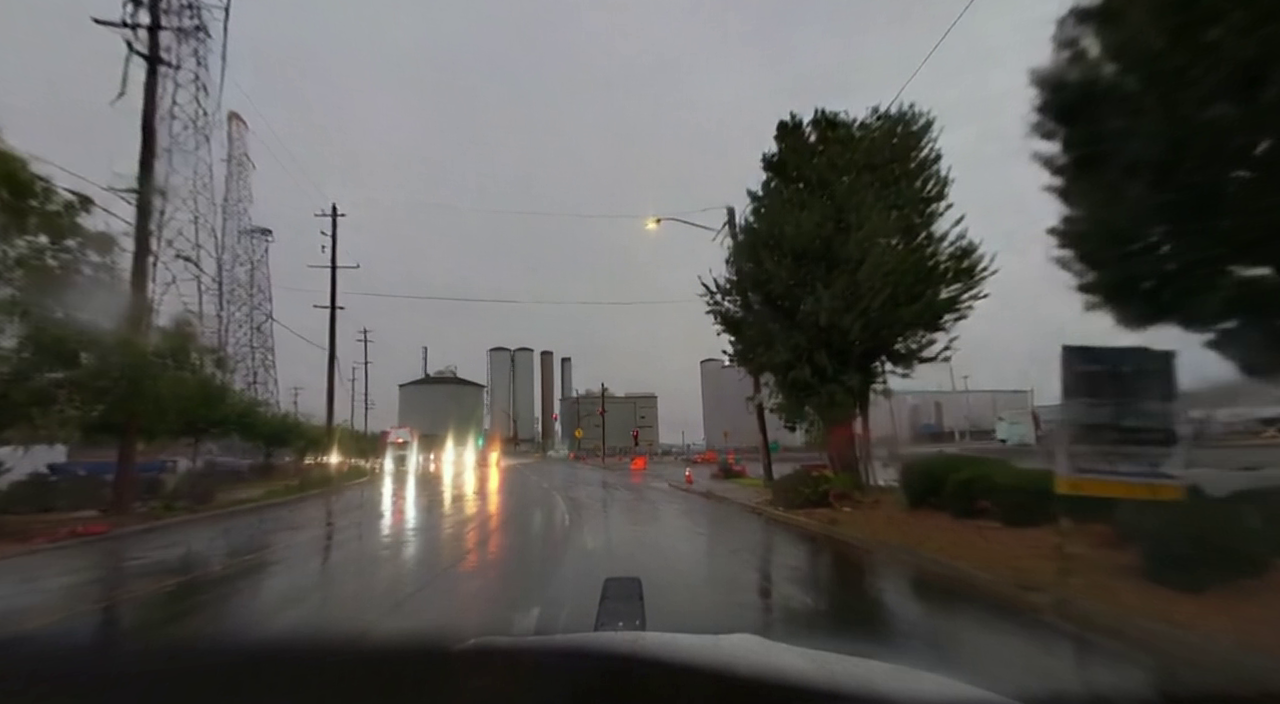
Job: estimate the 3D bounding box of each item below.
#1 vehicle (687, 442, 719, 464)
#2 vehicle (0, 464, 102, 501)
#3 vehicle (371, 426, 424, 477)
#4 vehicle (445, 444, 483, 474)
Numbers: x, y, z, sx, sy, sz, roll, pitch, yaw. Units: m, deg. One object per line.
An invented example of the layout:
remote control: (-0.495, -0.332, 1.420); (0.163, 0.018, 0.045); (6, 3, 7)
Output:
vehicle: (4.584, 7.453, 46.586); (1.829, 1.487, 4.352); (0, -9, -1)
vehicle: (-26.128, 5.580, 27.120); (4.184, 1.411, 1.855); (0, -9, -5)
vehicle: (-16.486, 6.835, 43.349); (2.905, 3.133, 7.675); (3, -9, -18)
vehicle: (-11.242, 6.754, 40.175); (2.079, 1.770, 4.684); (2, -9, -18)
